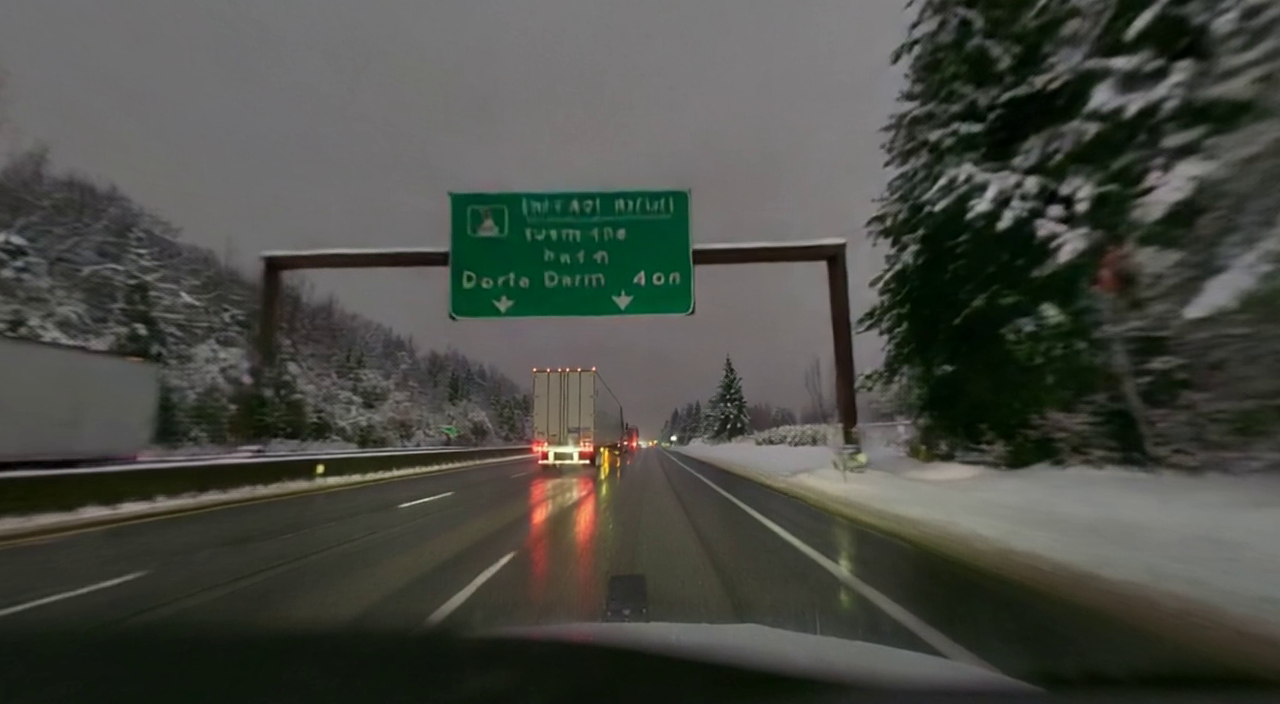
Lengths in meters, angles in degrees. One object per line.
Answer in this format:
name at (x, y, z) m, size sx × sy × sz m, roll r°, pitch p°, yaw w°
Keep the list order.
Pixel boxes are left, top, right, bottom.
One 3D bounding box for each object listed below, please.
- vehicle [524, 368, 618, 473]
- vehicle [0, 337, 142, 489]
vehicle at (-2.912, 3.649, 31.459) m, size 2.947 × 4.051 × 14.256 m, roll 0°, pitch -8°, yaw 1°
vehicle at (-18.609, 1.251, 14.213) m, size 2.937 × 4.009 × 14.253 m, roll 0°, pitch -8°, yaw 1°
